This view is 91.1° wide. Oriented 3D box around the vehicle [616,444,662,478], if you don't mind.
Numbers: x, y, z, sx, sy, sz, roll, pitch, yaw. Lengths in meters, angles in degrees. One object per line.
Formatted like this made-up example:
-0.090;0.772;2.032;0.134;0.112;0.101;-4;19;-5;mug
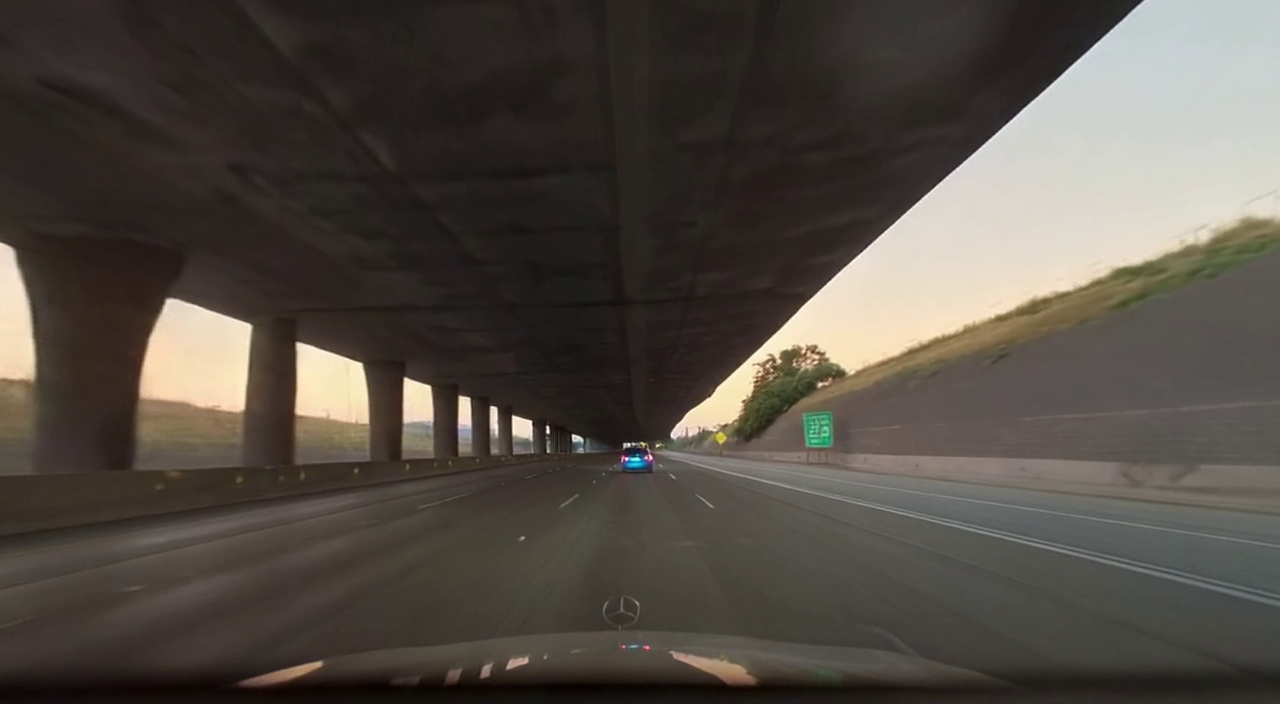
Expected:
-0.084;5.232;30.364;2.055;1.501;4.321;0;-9;0;vehicle
